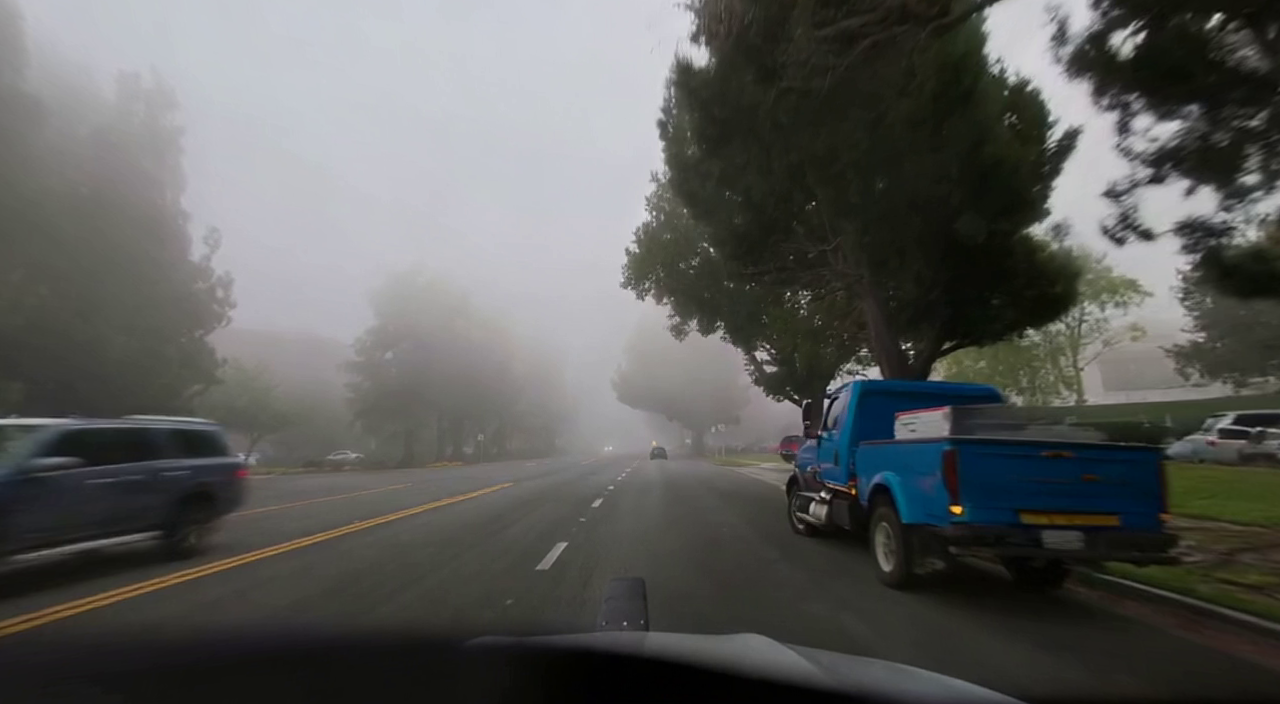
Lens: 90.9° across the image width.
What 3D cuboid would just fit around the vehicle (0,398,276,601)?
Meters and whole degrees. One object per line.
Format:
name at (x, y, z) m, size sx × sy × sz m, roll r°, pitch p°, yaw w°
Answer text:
vehicle at (-6.476, 1.481, 6.839) m, size 2.081 × 1.711 × 4.820 m, roll 0°, pitch -9°, yaw 1°

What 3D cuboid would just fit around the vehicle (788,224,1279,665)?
vehicle at (3.844, 1.049, 7.407) m, size 2.698 × 2.863 × 6.317 m, roll 4°, pitch -9°, yaw 1°
